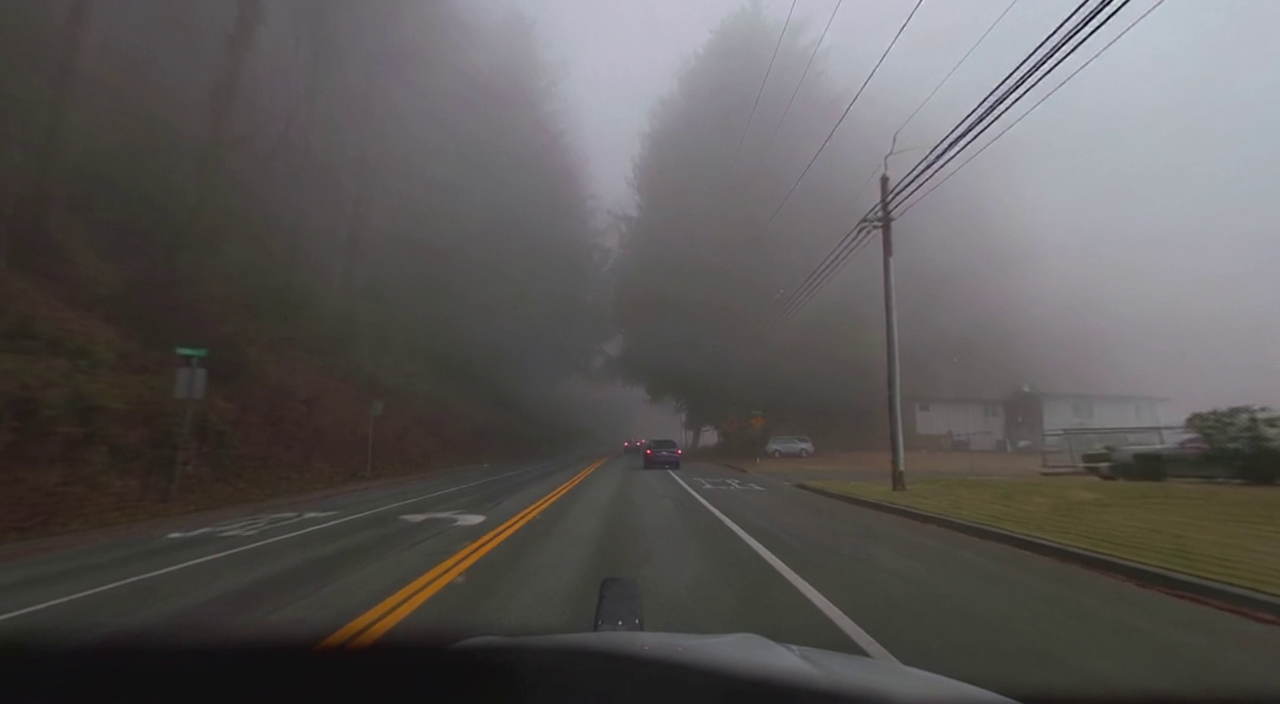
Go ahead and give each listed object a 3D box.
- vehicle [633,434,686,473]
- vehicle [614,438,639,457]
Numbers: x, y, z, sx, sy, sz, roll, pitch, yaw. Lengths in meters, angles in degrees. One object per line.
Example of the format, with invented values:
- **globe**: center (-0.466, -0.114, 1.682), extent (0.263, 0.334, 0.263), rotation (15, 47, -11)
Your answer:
- **vehicle**: center (0.748, 4.298, 26.828), extent (1.975, 1.497, 3.647), rotation (1, -8, -3)
- **vehicle**: center (-1.017, 7.496, 49.431), extent (1.927, 1.453, 3.848), rotation (0, -8, 0)
